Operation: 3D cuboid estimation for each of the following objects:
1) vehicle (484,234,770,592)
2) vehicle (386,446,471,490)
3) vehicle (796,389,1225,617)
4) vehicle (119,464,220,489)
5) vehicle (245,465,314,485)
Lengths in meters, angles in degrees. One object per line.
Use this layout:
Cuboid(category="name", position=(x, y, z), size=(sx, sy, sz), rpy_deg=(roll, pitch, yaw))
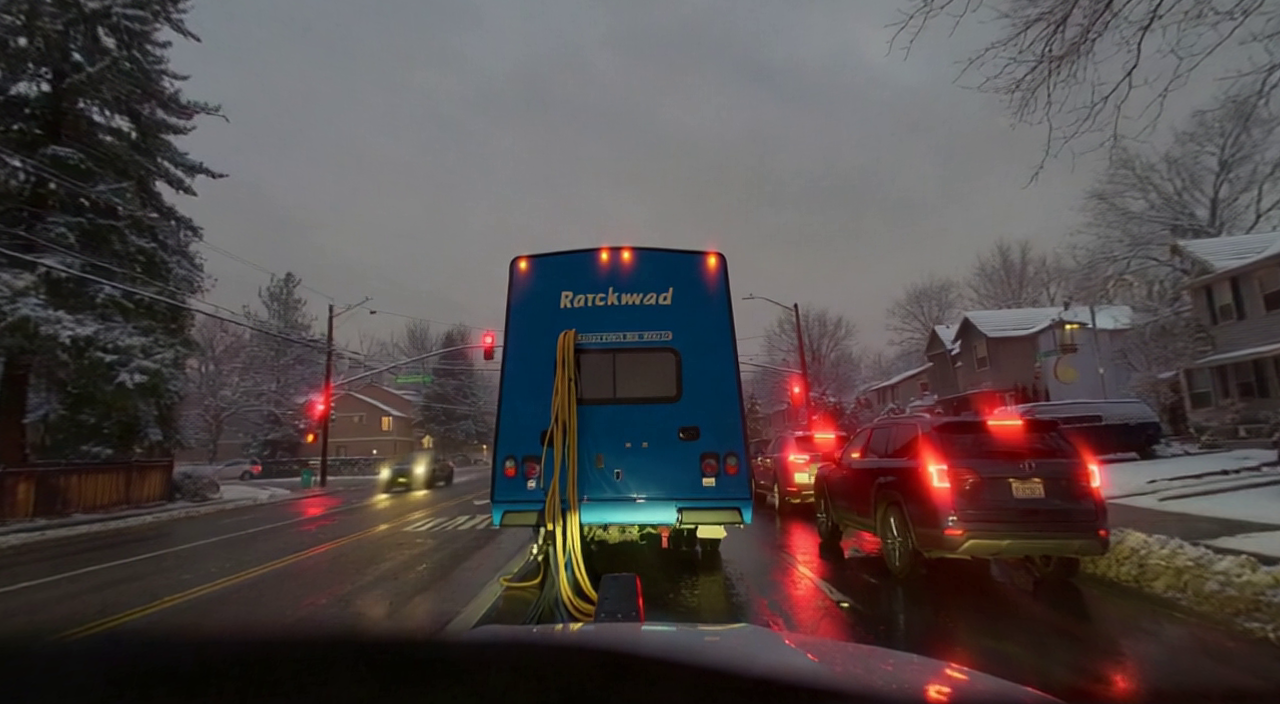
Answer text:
Cuboid(category="vehicle", position=(-0.117, 1.141, 10.307), size=(2.709, 3.511, 8.213), rpy_deg=(0, -9, 0))
Cuboid(category="vehicle", position=(-8.984, 4.914, 27.240), size=(2.110, 1.713, 4.449), rpy_deg=(0, -9, 0))
Cuboid(category="vehicle", position=(3.406, 1.490, 7.133), size=(2.104, 1.735, 4.408), rpy_deg=(0, -9, 0))
Cuboid(category="vehicle", position=(-30.938, 8.189, 41.667), size=(4.954, 1.506, 2.014), rpy_deg=(0, -9, -3))
Cuboid(category="vehicle", position=(-27.420, 9.364, 48.133), size=(4.187, 1.445, 1.809), rpy_deg=(0, -9, 0))
